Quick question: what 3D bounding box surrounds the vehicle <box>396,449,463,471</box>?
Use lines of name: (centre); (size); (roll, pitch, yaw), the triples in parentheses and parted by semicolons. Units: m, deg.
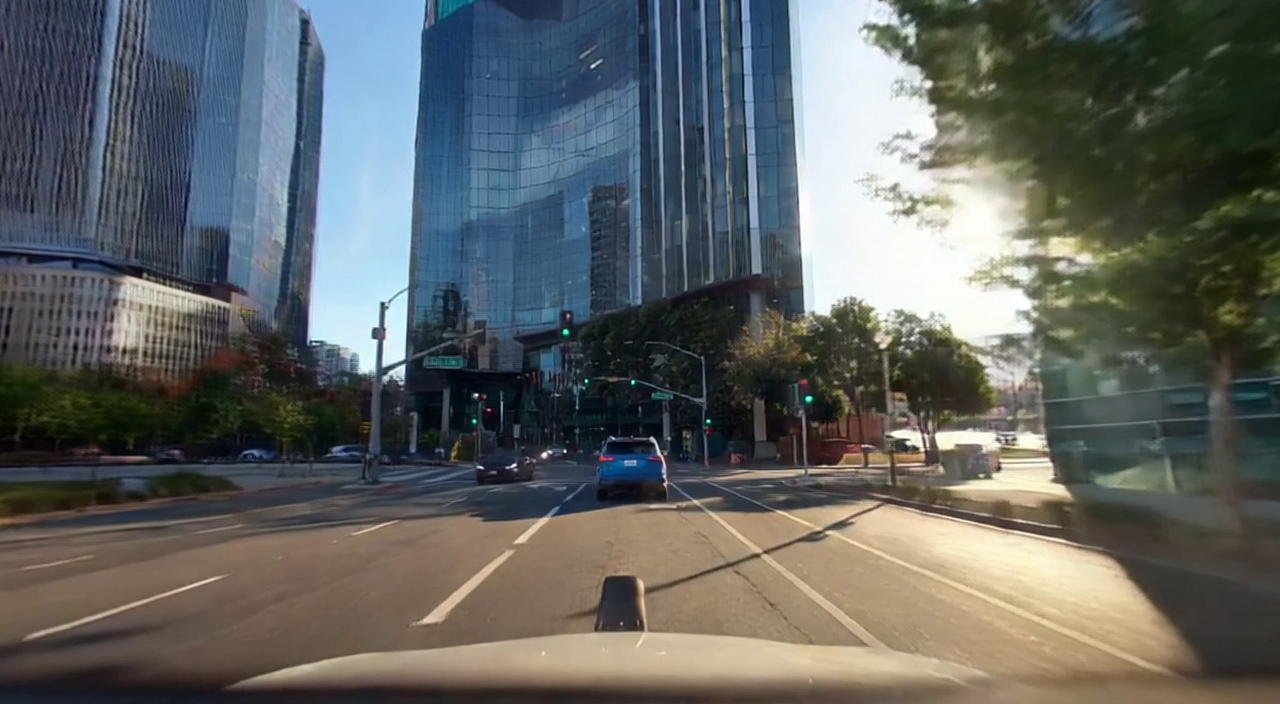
vehicle: (-16.619, 8.512, 49.946); (4.588, 1.582, 1.980); (6, -11, -33)

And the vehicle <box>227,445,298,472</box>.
vehicle: (-26.655, 7.494, 44.566); (4.393, 1.730, 2.151); (-5, -9, 26)

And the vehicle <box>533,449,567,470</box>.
vehicle: (-6.910, 8.310, 48.997); (1.934, 1.476, 4.457); (0, -8, 1)

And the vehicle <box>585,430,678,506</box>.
vehicle: (-0.265, 3.047, 17.042); (2.183, 1.765, 4.059); (0, -8, -2)

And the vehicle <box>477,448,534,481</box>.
vehicle: (-6.588, 5.546, 31.347); (1.908, 1.475, 4.337); (0, -8, 0)
